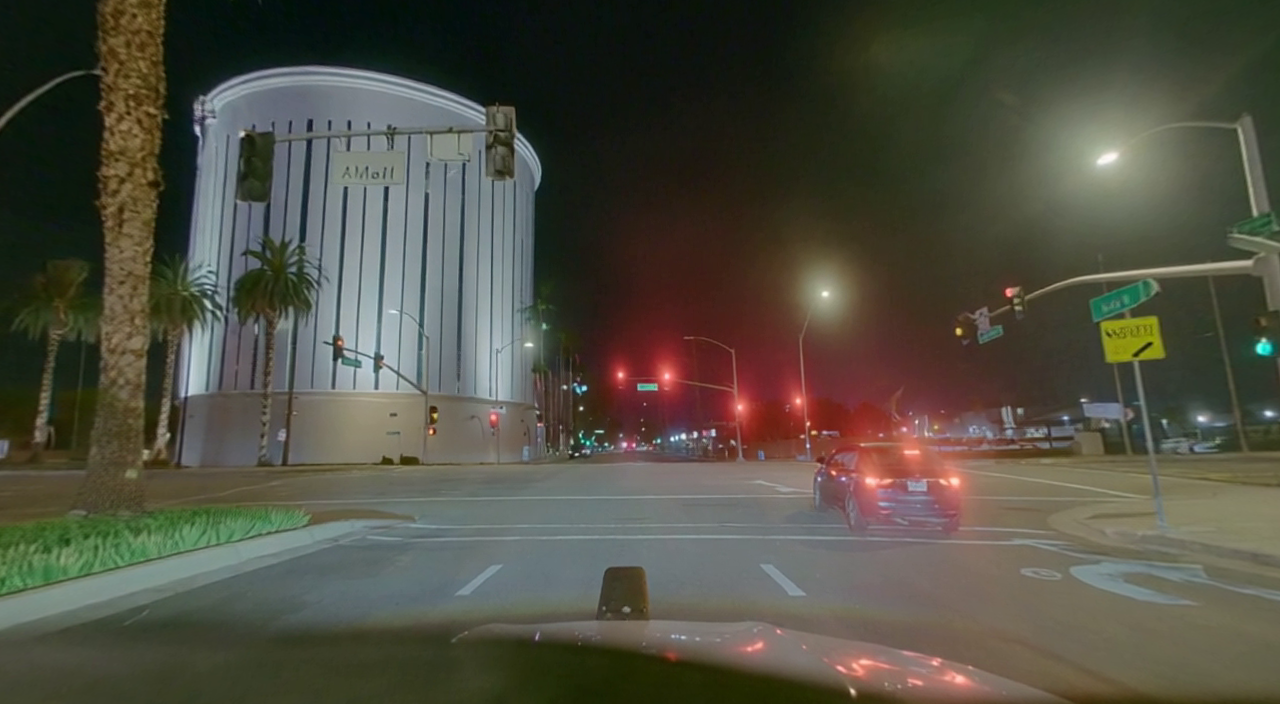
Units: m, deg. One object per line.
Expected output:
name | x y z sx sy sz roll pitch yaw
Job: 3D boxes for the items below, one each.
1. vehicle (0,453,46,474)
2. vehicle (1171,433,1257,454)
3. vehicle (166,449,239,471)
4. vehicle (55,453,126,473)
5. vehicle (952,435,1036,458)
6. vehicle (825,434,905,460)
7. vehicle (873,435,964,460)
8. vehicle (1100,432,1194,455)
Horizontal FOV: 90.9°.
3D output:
vehicle | -48.061 8.490 48.070 3.786 1.555 1.702 0 -8 2
vehicle | 42.097 6.733 46.263 4.437 1.469 1.811 0 -8 0
vehicle | -33.244 8.194 47.938 4.136 1.661 1.857 0 -8 0
vehicle | -41.748 8.416 47.948 3.698 1.467 1.779 0 -8 0
vehicle | 23.506 6.292 41.952 4.423 1.465 1.798 0 -8 0
vehicle | 14.999 6.382 42.193 4.648 1.665 1.910 0 -8 -1
vehicle | 16.907 5.797 38.441 4.684 1.461 1.777 0 -8 -1
vehicle | 33.361 6.023 41.549 4.567 1.458 1.791 0 -8 0
